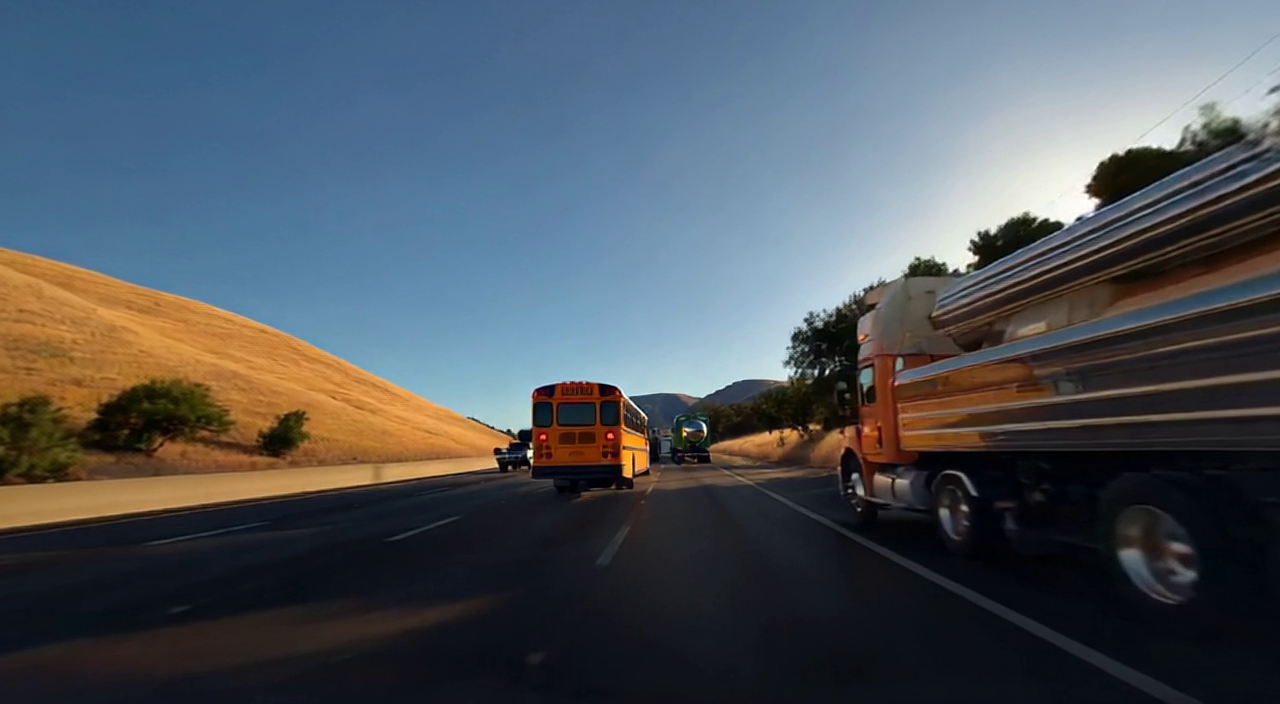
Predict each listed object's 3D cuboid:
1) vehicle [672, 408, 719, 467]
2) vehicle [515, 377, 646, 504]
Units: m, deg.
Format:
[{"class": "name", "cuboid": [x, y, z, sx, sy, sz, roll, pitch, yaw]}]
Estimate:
[{"class": "vehicle", "cuboid": [3.687, 5.956, 43.400, 2.716, 3.705, 7.018, 0, -9, 1]}, {"class": "vehicle", "cuboid": [-1.507, 3.068, 21.763, 2.948, 3.265, 10.569, -1, -8, 3]}]
